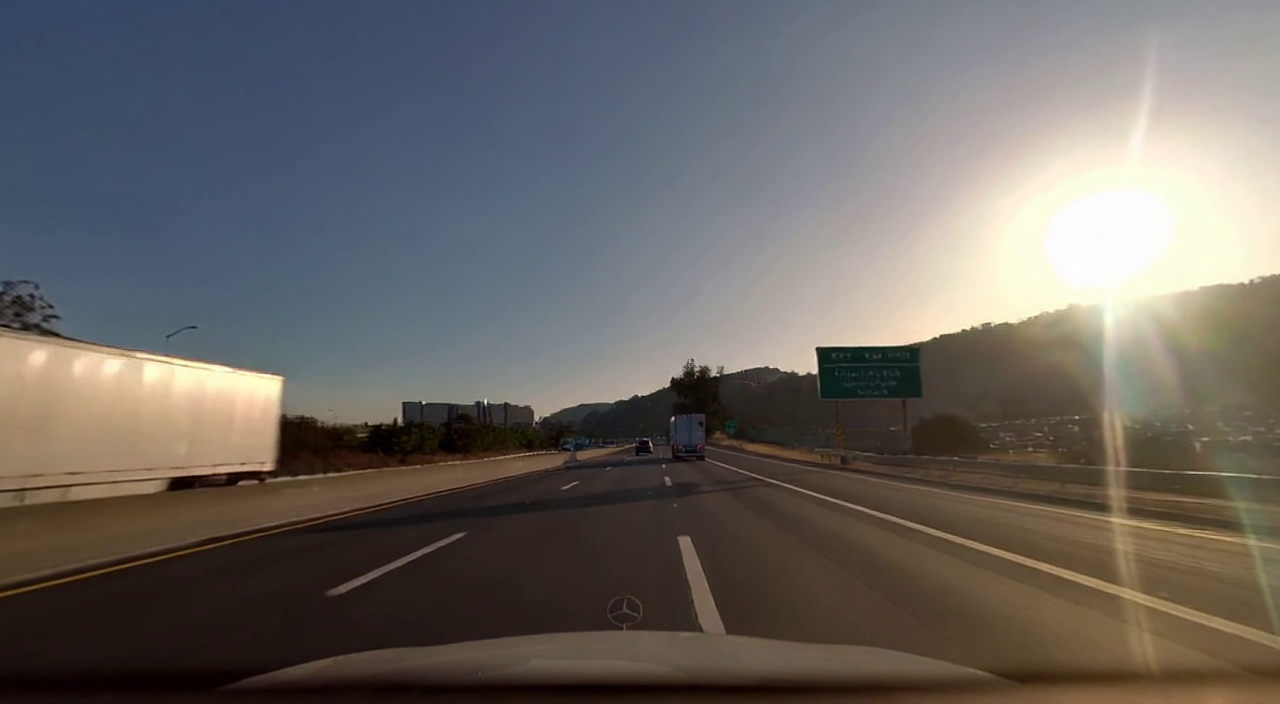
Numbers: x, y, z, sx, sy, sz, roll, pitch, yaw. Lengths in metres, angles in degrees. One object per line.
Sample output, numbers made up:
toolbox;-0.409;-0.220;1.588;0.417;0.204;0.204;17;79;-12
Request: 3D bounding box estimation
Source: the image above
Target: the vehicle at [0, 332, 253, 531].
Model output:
vehicle;-15.050;1.702;13.429;3.034;4.153;16.197;-1;-8;2
